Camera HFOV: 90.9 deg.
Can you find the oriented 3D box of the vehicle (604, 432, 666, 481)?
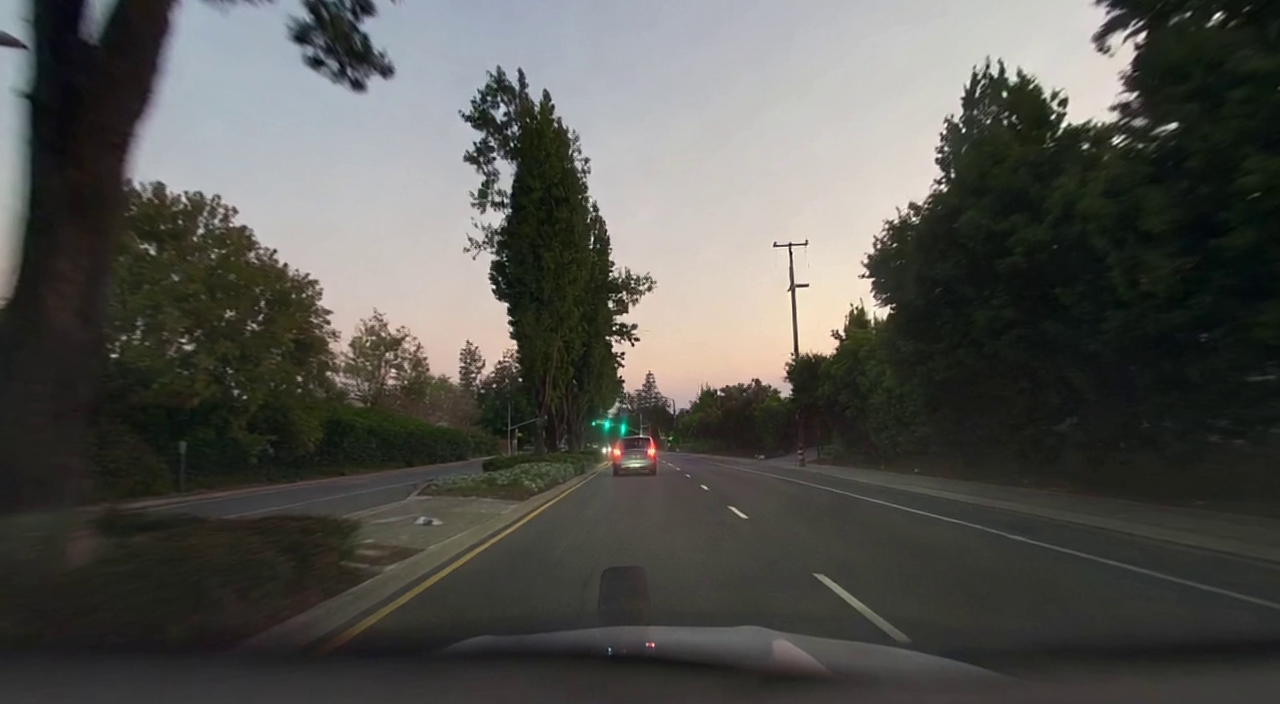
[{"bbox_3d":[-0.164,3.993,24.314,2.192,1.734,4.176,0,-8,0],"label":"vehicle"}]
